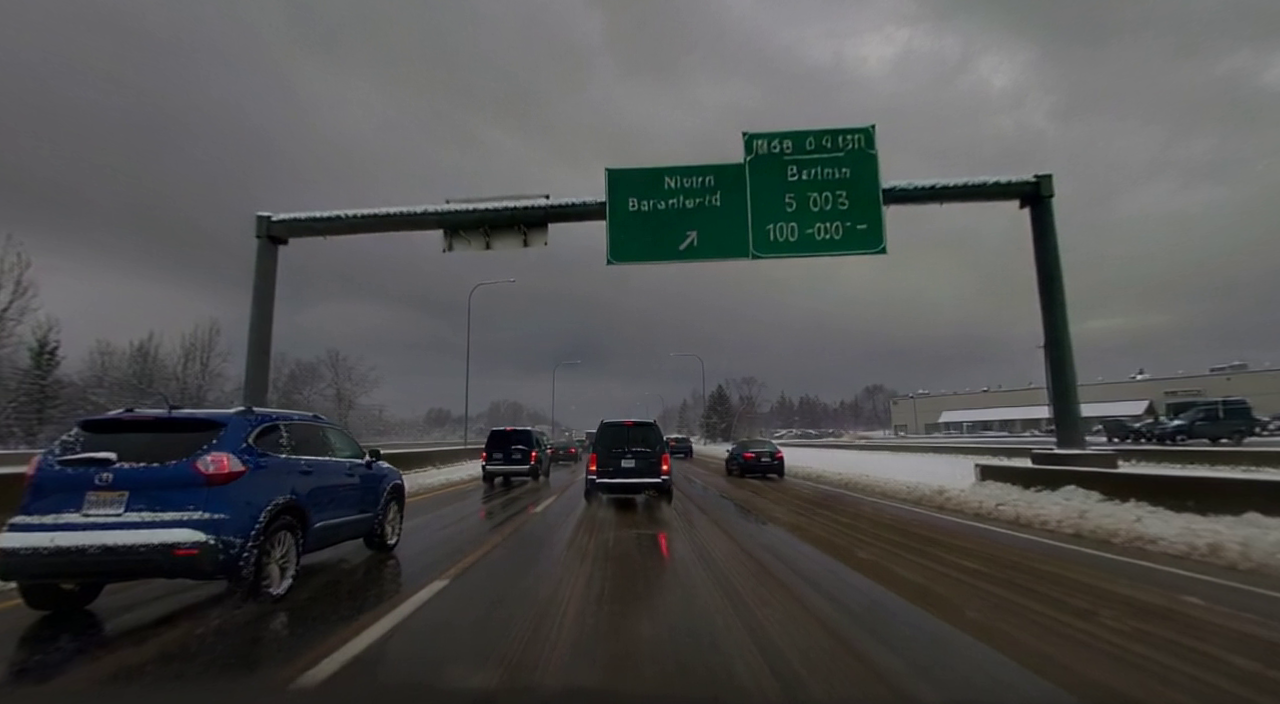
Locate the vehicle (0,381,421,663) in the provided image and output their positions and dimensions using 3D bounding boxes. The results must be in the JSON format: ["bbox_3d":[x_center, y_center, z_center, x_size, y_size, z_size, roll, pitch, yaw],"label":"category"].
[{"bbox_3d":[-3.844,1.344,6.077,1.972,1.703,4.333,0,-8,-1],"label":"vehicle"}]

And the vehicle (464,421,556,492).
[{"bbox_3d":[-3.928,3.234,19.828,2.038,1.936,4.300,0,-8,-1],"label":"vehicle"}]

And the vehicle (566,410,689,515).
[{"bbox_3d":[-0.300,2.361,13.960,2.304,1.925,4.282,0,-8,-2],"label":"vehicle"}]

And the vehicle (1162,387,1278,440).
[{"bbox_3d":[36.267,3.959,39.623,2.528,3.094,4.804,-1,-8,1],"label":"vehicle"}]

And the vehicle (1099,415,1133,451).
[{"bbox_3d":[30.771,5.234,40.712,1.480,2.238,1.864,-6,-10,35],"label":"vehicle"}]

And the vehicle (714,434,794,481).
[{"bbox_3d":[3.967,3.724,22.521,1.999,1.494,3.833,0,-8,-2],"label":"vehicle"}]
